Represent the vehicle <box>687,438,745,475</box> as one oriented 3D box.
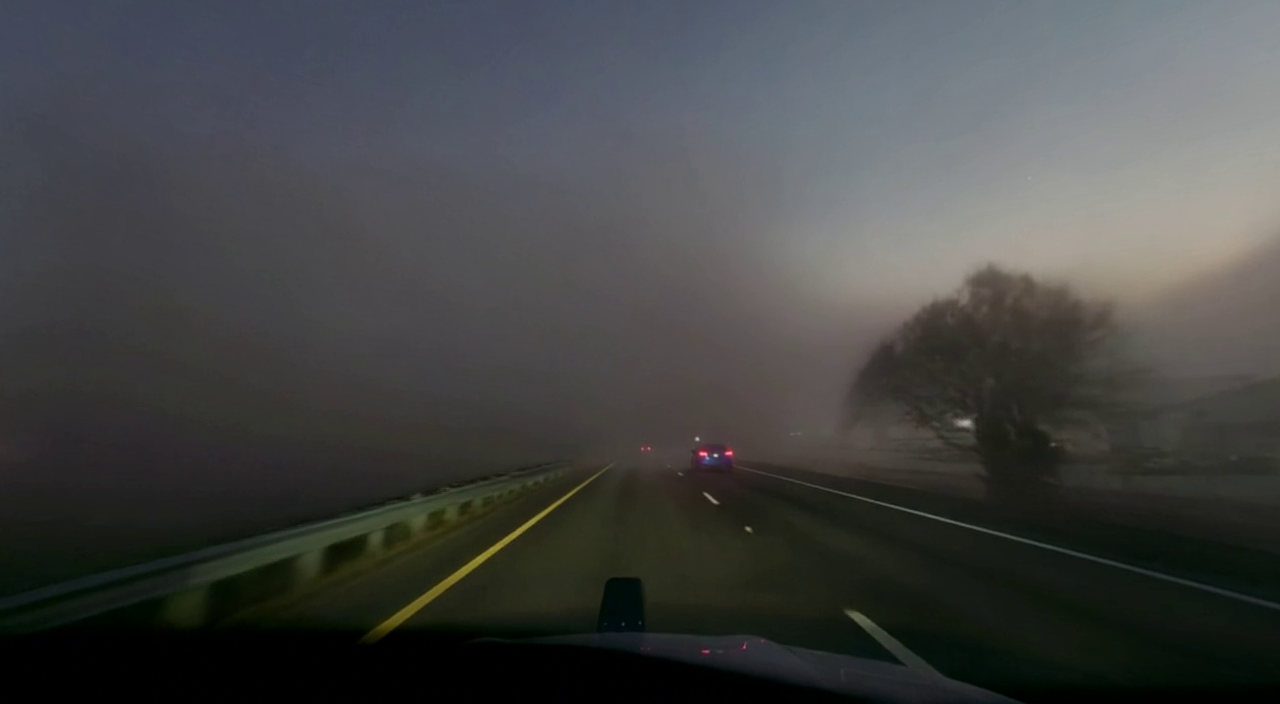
[{"bbox_3d":[3.393,4.763,28.800,2.079,1.531,3.997,0,-8,-1],"label":"vehicle"}]
